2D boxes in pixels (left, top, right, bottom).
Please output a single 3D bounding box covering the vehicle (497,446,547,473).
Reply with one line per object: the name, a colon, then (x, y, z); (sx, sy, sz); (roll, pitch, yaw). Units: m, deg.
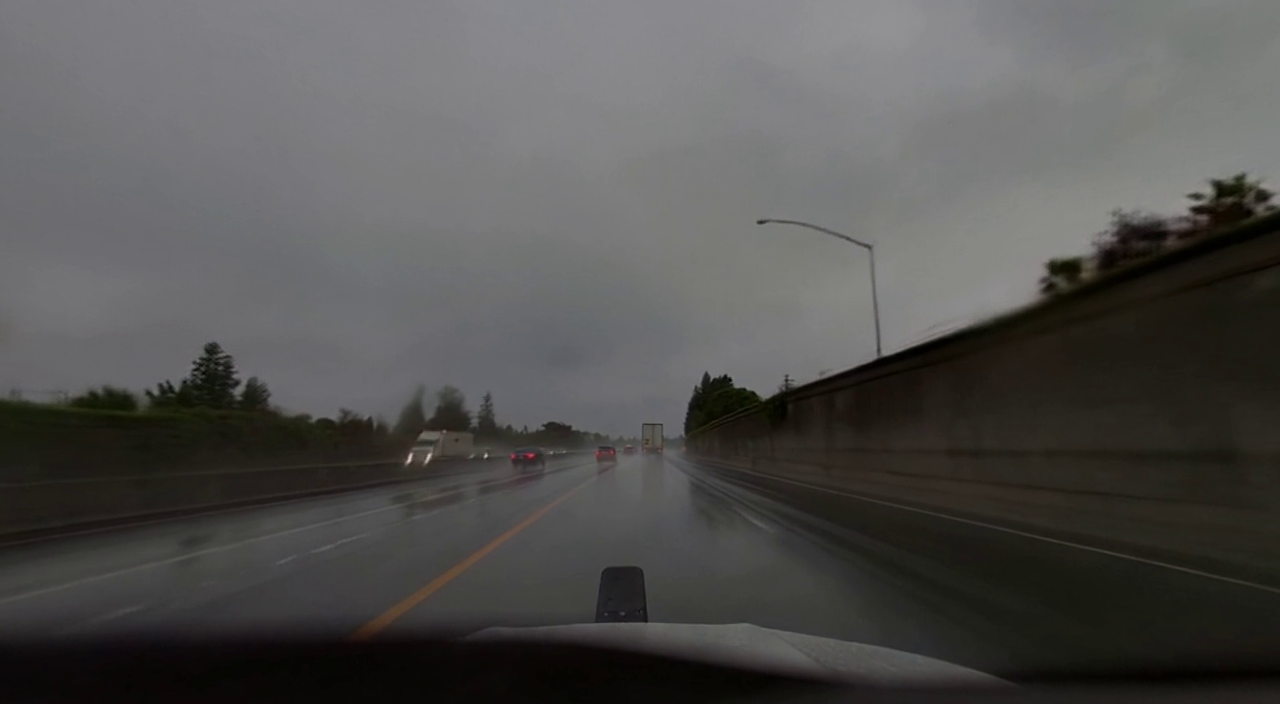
vehicle: (-7.109, 6.543, 38.432); (2.031, 1.521, 4.503); (0, -9, 1)
